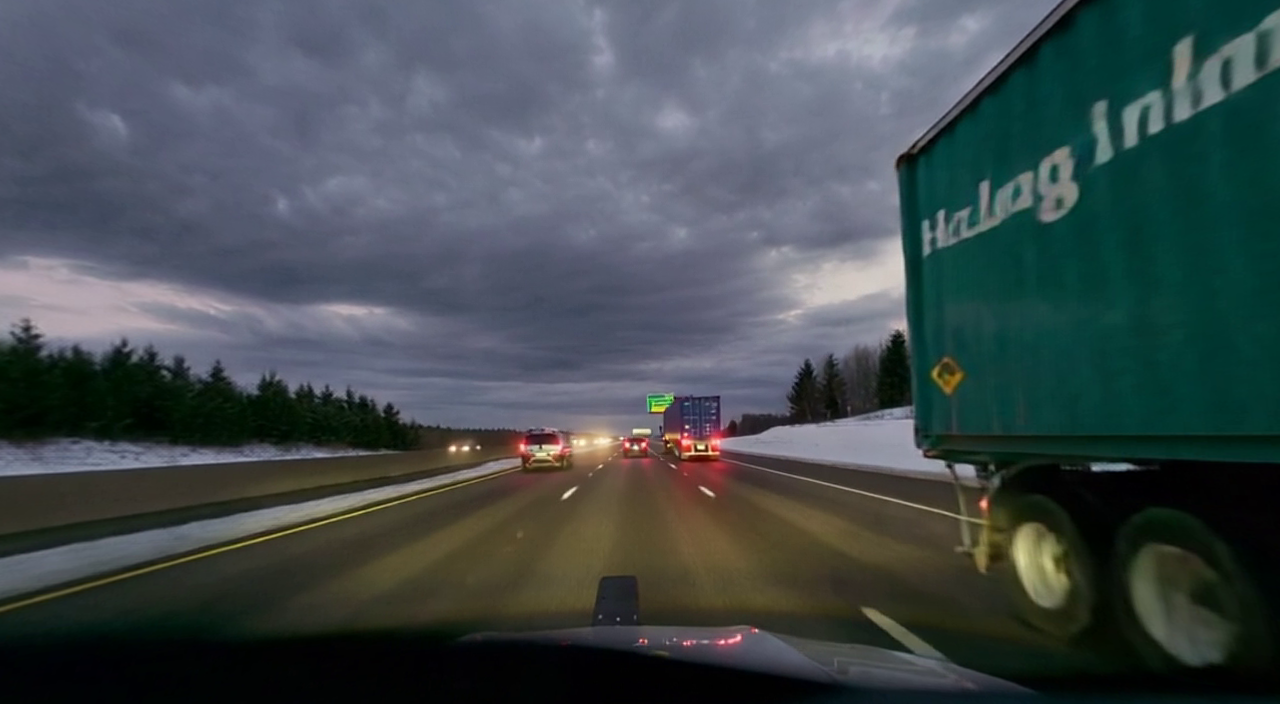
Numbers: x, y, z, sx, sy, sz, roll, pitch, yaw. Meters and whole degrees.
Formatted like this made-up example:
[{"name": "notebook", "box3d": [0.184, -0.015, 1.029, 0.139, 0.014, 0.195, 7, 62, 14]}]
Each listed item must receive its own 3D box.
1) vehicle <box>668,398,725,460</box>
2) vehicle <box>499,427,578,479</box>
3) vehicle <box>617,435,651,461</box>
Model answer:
[{"name": "vehicle", "box3d": [3.718, 5.348, 43.290, 2.883, 3.836, 7.894, 0, -8, -2]}, {"name": "vehicle", "box3d": [-3.490, 3.560, 22.488, 2.054, 1.671, 4.445, 0, -8, 0]}, {"name": "vehicle", "box3d": [-0.412, 6.058, 39.849, 2.088, 1.567, 4.240, 0, -8, -1]}]
